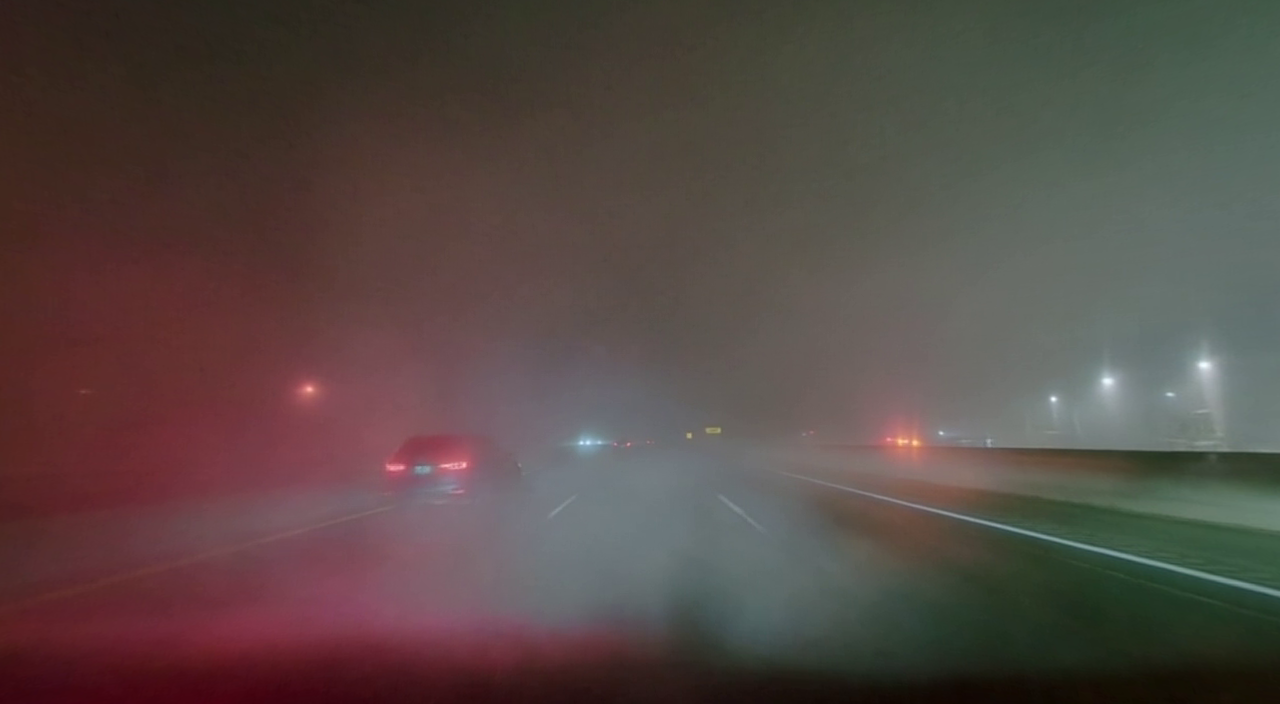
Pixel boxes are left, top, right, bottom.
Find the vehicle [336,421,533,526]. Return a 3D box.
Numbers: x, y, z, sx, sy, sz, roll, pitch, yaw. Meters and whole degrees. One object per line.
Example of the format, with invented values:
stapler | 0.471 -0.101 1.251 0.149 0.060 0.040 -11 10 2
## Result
vehicle | -3.589 2.217 12.171 2.053 1.587 4.855 0 -8 2
